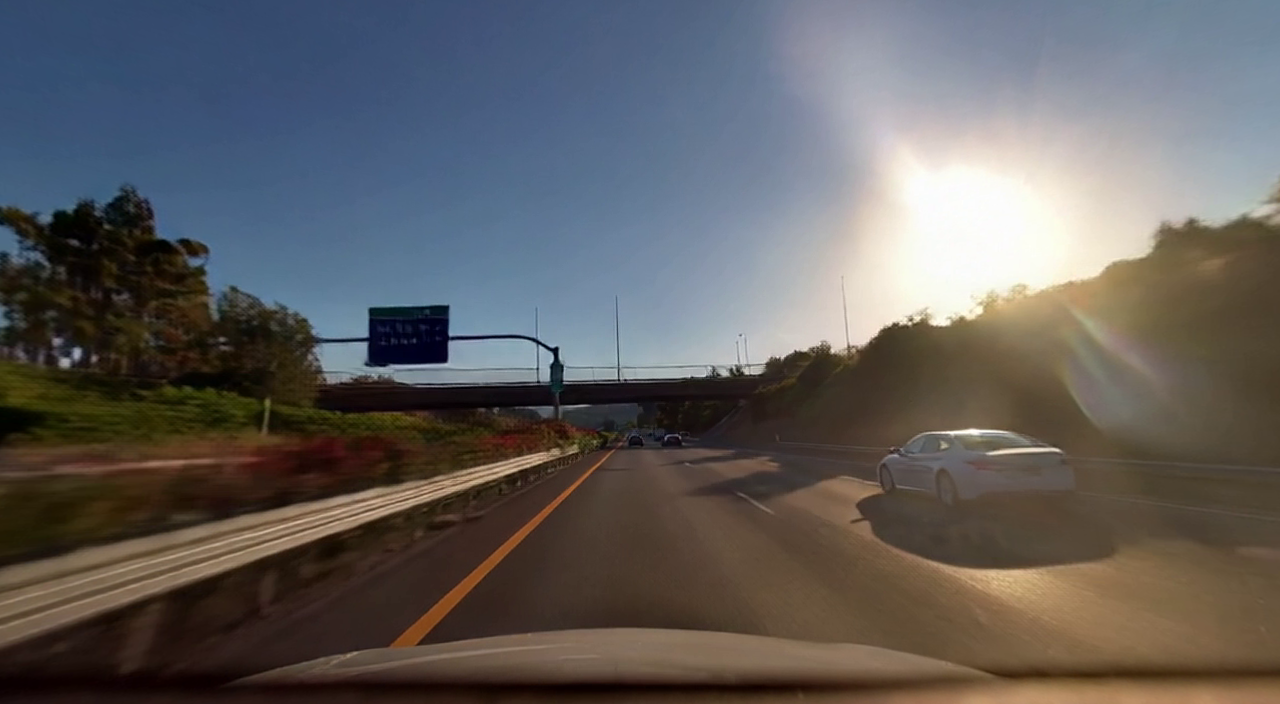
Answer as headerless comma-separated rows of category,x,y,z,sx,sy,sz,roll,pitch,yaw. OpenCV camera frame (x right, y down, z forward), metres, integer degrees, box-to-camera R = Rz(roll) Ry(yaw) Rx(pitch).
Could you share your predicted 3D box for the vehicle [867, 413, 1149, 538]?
vehicle,5.473,1.855,10.168,1.940,1.578,4.122,0,-8,-2
